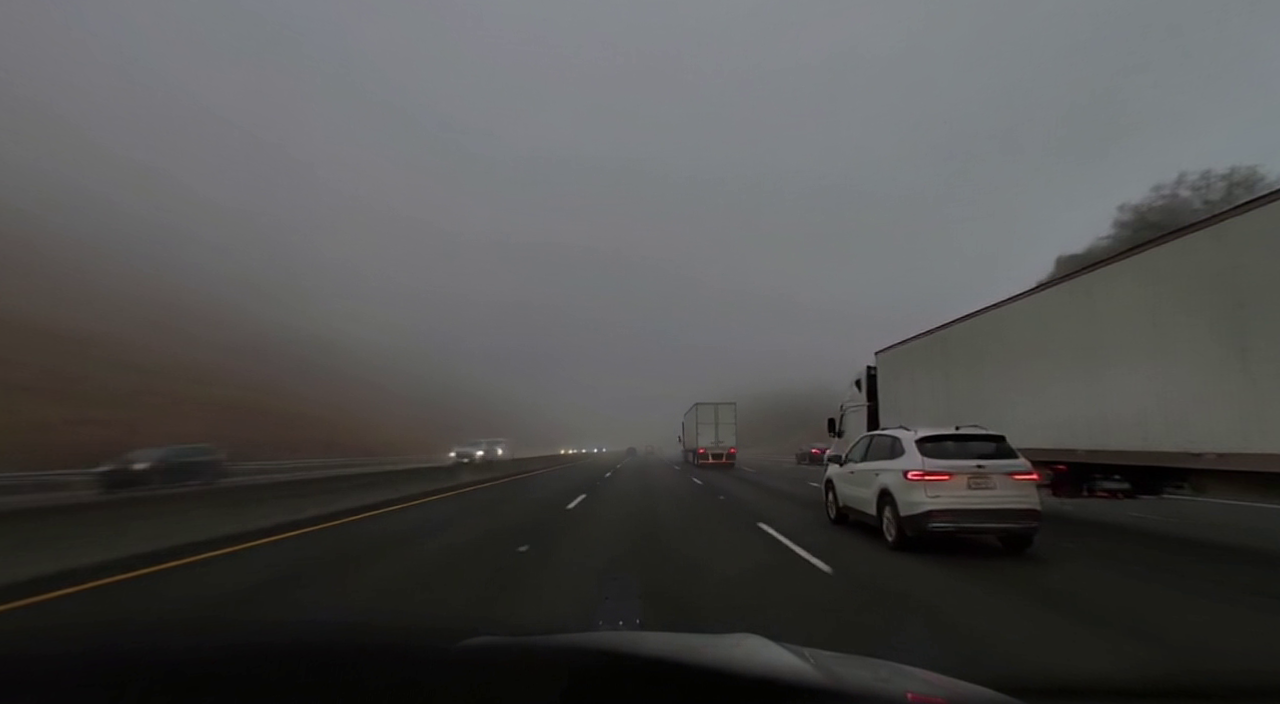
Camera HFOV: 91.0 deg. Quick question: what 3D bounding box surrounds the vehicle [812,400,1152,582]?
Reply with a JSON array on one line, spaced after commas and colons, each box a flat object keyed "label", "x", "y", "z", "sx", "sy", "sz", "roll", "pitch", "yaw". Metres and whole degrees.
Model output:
[{"label": "vehicle", "x": 3.882, "y": 1.657, "z": 8.245, "sx": 2.055, "sy": 1.737, "sz": 4.224, "roll": 0, "pitch": -9, "yaw": 0}]

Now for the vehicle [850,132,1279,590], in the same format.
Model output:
[{"label": "vehicle", "x": 7.433, "y": 0.679, "z": 9.782, "sx": 2.947, "sy": 4.199, "sz": 16.175, "roll": 0, "pitch": -8, "yaw": 1}]

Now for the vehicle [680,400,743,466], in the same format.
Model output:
[{"label": "vehicle", "x": 4.694, "y": 5.729, "z": 43.755, "sx": 3.049, "sy": 3.968, "sz": 10.706, "roll": 0, "pitch": -9, "yaw": 0}]
